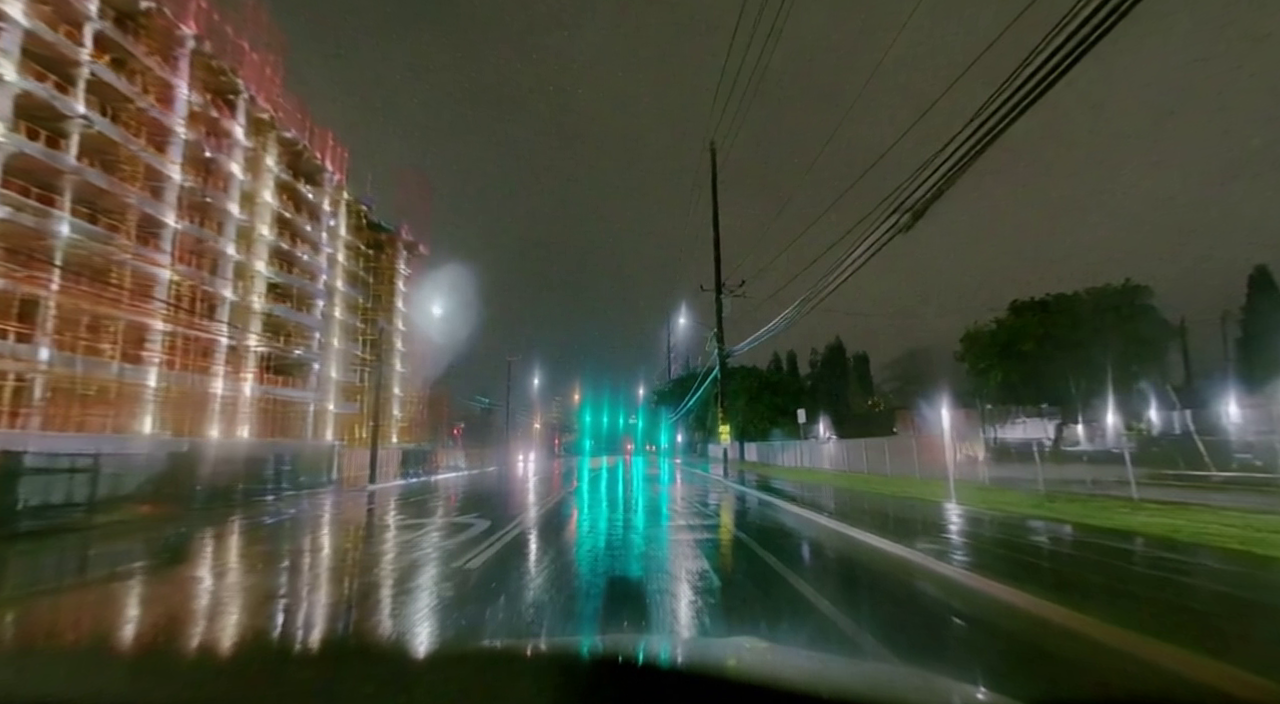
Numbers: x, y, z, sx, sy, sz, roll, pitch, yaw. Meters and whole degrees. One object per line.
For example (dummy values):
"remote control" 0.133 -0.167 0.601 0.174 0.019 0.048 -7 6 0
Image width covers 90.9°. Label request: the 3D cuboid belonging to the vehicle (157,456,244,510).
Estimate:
"vehicle" -15.851 4.675 22.997 2.002 1.683 4.664 4 -10 -28
